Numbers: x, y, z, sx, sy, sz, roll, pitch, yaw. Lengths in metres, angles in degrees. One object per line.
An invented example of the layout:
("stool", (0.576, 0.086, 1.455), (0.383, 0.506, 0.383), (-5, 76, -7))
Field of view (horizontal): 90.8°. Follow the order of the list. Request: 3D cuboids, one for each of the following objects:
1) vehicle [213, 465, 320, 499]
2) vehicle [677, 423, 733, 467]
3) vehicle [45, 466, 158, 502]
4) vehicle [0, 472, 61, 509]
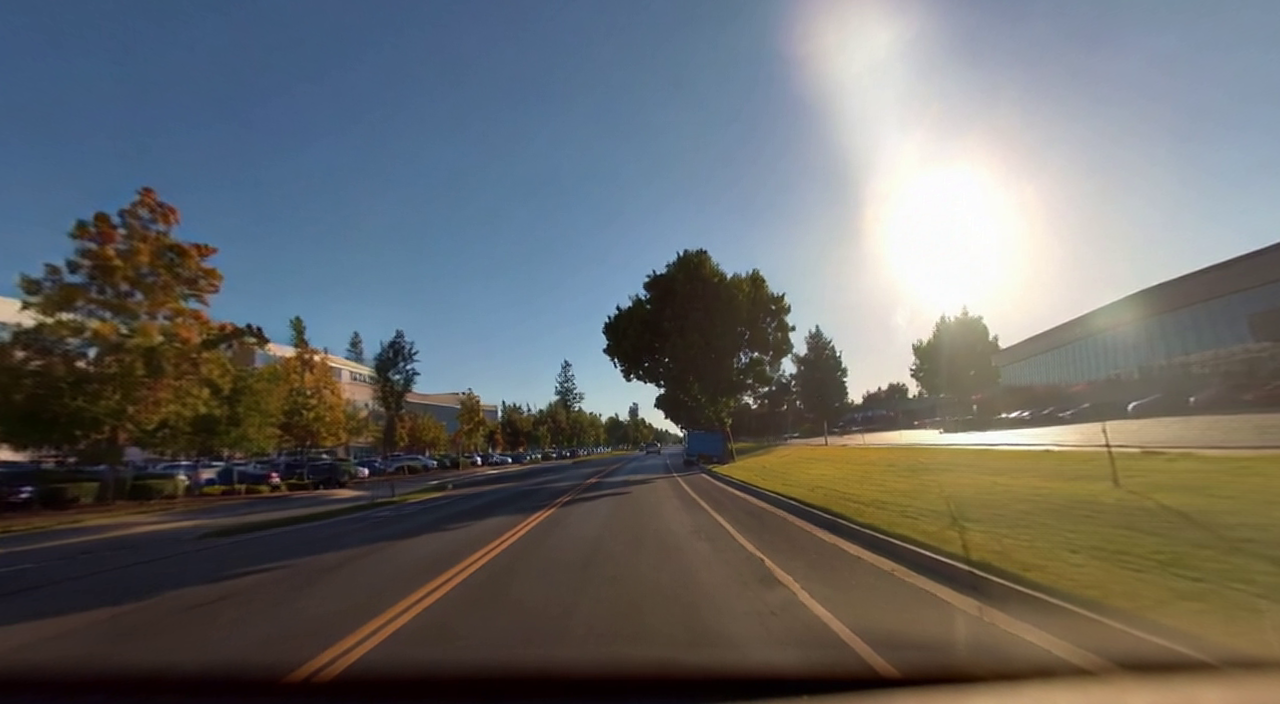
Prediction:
("vehicle", (-22.162, 7.693, 37.758), (2.233, 1.709, 5.161), (-3, -9, 19))
("vehicle", (4.842, 7.278, 49.263), (3.282, 3.067, 10.181), (0, -9, 0))
("vehicle", (-32.528, 7.974, 38.285), (4.996, 1.817, 2.054), (-3, -10, 2))
("vehicle", (-33.018, 7.122, 32.629), (4.183, 1.758, 2.059), (0, -9, 2))
